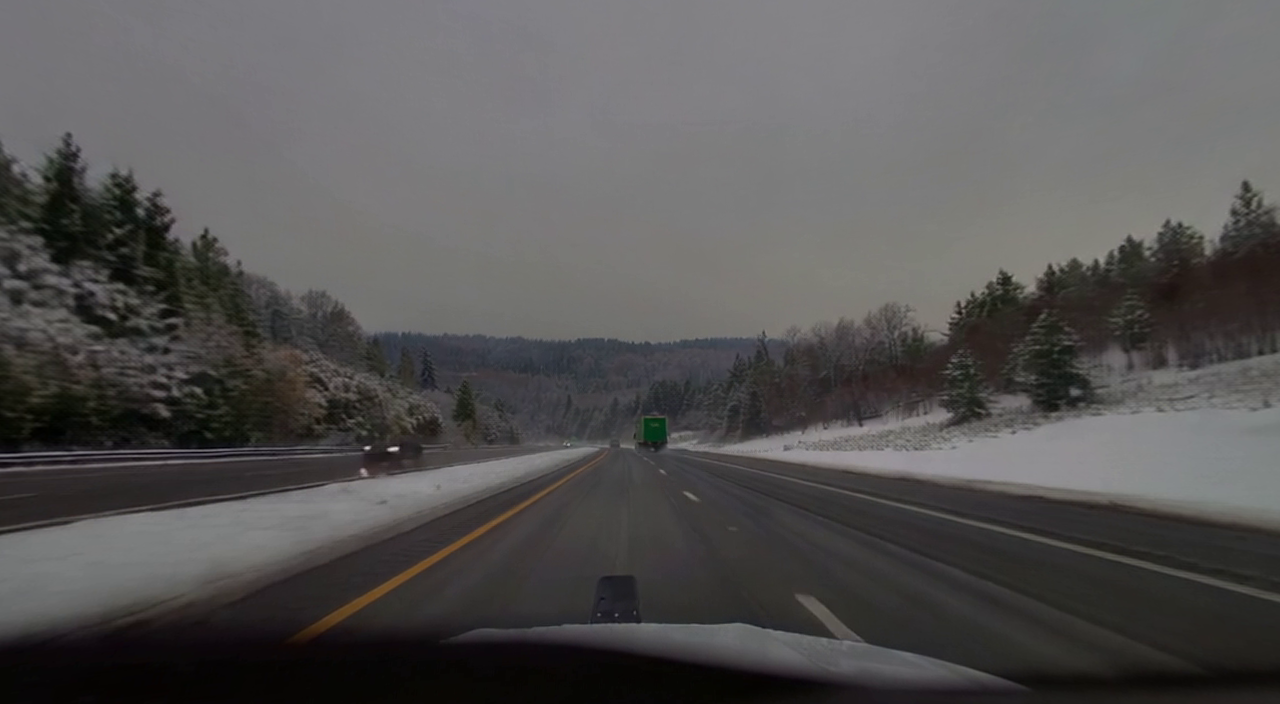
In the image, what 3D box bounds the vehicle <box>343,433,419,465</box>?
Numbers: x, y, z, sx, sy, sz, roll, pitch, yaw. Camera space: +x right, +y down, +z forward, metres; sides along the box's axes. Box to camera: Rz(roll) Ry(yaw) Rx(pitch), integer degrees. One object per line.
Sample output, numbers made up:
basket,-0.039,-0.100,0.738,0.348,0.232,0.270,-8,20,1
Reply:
vehicle,-13.106,4.933,32.184,1.958,1.518,4.754,0,-8,-1
